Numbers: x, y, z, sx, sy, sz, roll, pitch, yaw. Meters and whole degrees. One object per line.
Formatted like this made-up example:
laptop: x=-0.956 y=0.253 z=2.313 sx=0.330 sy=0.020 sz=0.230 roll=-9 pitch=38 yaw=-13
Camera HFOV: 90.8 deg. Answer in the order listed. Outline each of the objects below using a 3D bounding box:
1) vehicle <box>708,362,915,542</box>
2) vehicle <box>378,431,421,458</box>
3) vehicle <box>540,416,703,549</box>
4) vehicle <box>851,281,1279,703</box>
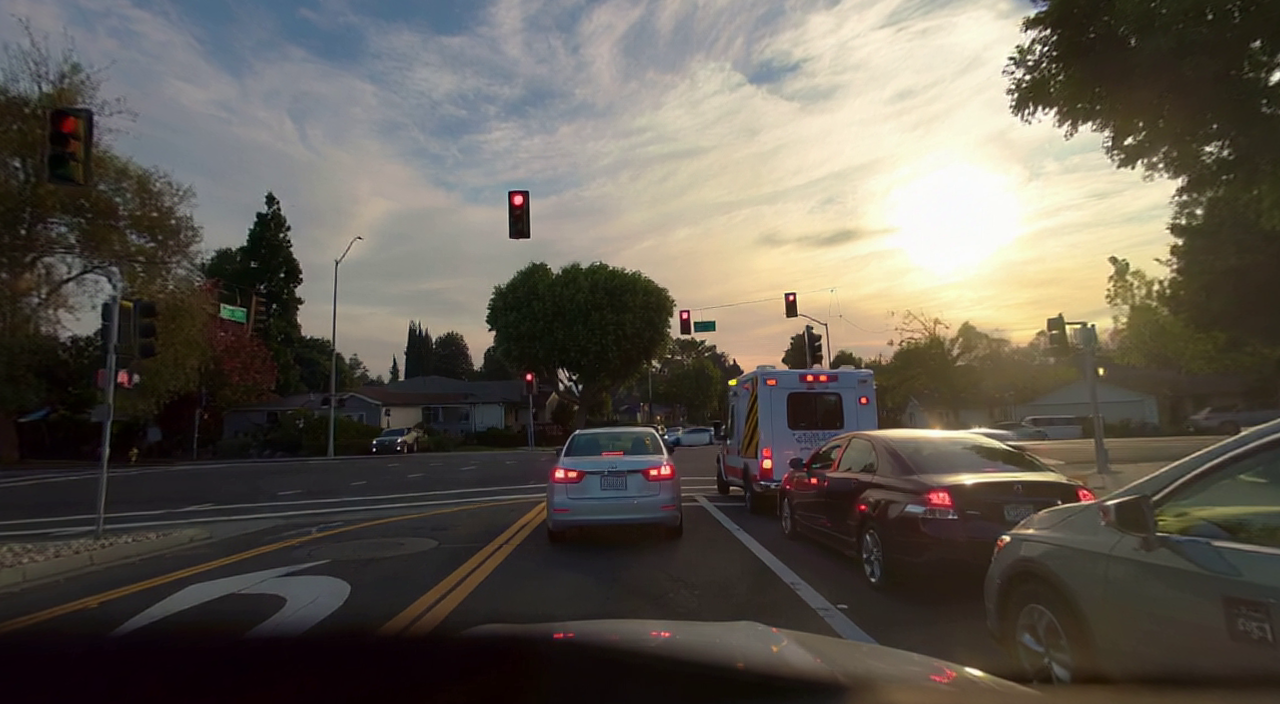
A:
vehicle: x=2.876 y=1.896 z=12.362 sx=2.406 sy=2.687 sz=5.521 roll=0 pitch=-8 yaw=-1
vehicle: x=-17.746 y=6.875 z=46.849 sx=2.246 sy=1.880 sz=4.454 roll=1 pitch=-8 yaw=-12
vehicle: x=-0.273 y=1.980 z=10.184 sx=2.114 sy=1.707 sz=3.725 roll=0 pitch=-8 yaw=-1
vehicle: x=2.851 y=0.885 z=2.841 sx=2.194 sy=1.820 sz=4.652 roll=0 pitch=-8 yaw=0
